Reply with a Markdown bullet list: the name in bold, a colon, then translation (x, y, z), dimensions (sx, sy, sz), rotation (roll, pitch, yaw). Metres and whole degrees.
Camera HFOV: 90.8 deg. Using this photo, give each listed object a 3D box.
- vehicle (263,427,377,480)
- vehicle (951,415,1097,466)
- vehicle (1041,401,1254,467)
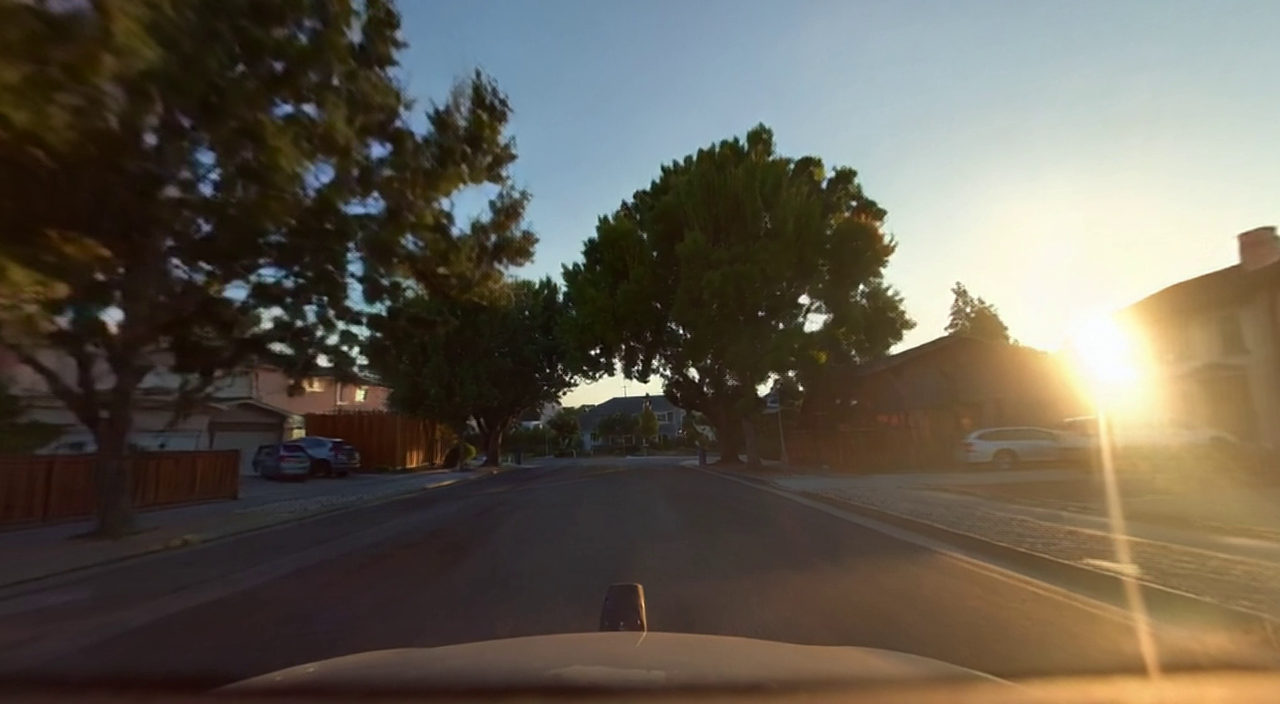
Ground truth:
- **vehicle**: translation (-12.521, 3.929, 24.627), dimensions (4.656, 1.835, 2.039), rotation (-6, -11, 37)
- **vehicle**: translation (13.089, 3.066, 21.806), dimensions (3.780, 1.601, 2.025), rotation (-2, -9, 13)
- **vehicle**: translation (14.391, 2.390, 18.266), dimensions (4.261, 1.725, 1.955), rotation (-3, -9, 19)
